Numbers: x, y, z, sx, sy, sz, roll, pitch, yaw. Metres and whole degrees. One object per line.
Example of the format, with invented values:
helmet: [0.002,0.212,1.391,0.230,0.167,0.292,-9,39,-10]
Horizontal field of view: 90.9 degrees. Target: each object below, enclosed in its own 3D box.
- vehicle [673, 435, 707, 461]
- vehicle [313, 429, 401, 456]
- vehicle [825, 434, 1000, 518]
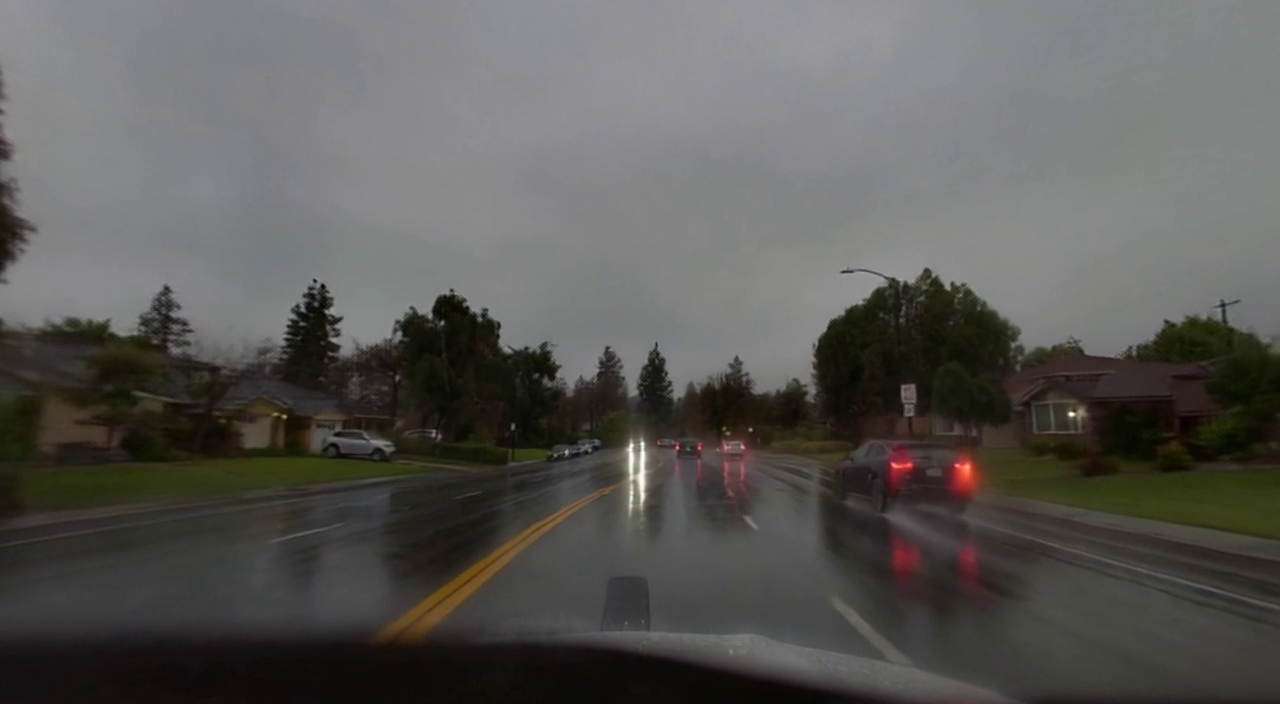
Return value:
vehicle: [3.380,6.588,43.135,2.106,1.667,4.367,0,-8,2]
vehicle: [-16.849,5.417,37.632,4.377,1.570,1.871,-1,-8,4]
vehicle: [5.608,2.584,13.686,1.934,1.506,4.282,0,-8,1]
